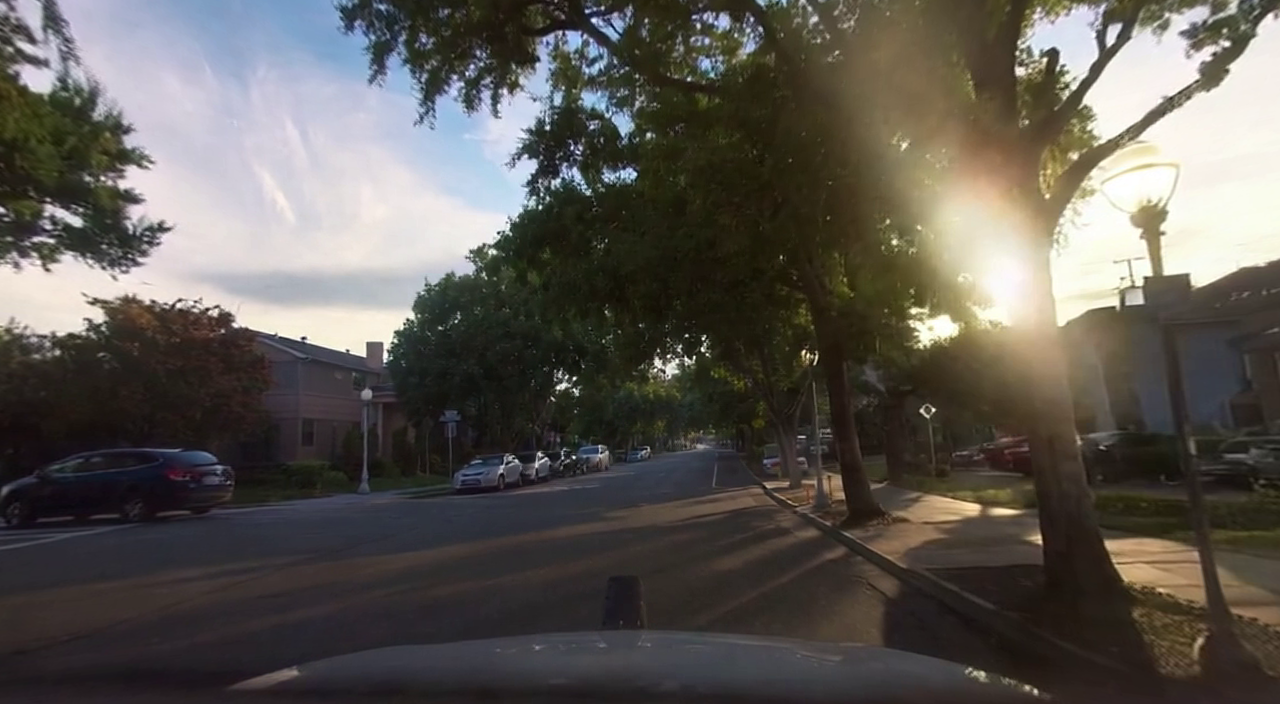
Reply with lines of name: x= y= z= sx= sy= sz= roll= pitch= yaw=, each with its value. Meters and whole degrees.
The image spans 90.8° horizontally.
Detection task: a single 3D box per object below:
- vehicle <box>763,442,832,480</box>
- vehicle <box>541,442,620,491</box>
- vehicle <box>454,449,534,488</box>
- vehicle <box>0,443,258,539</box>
vehicle: x=6.703 y=4.689 z=27.415 sx=1.918 sy=1.461 sz=4.419 roll=0 pitch=-9 yaw=1
vehicle: x=-2.139 y=4.304 z=24.144 sx=2.110 sy=1.651 sz=4.410 roll=-1 pitch=-9 yaw=7
vehicle: x=-6.060 y=4.870 z=26.807 sx=1.968 sy=1.443 sz=4.358 roll=-1 pitch=-8 yaw=6
vehicle: x=-9.984 y=2.555 z=11.952 sx=4.106 sy=1.620 sz=2.065 roll=0 pitch=-9 yaw=-1
